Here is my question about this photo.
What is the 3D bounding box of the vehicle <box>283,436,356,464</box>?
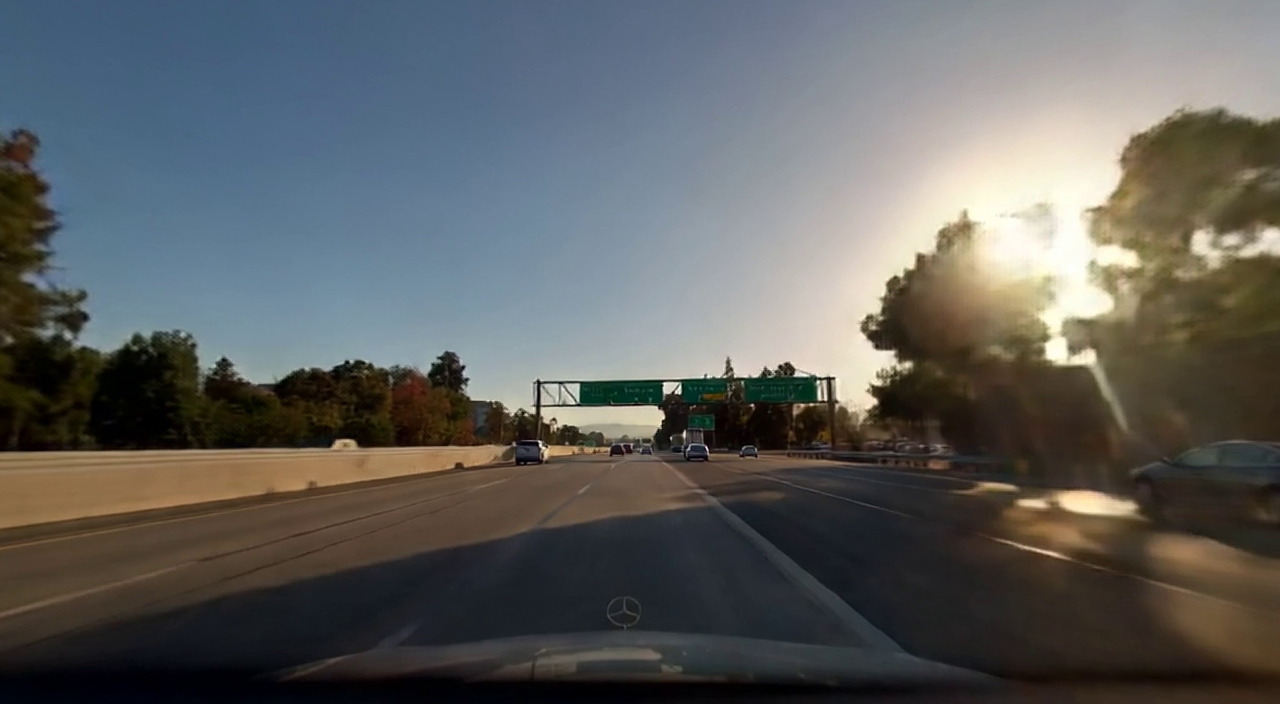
[{"bbox_3d":[-21.297,6.564,41.970,2.140,1.739,5.106,0,-9,1],"label":"vehicle"}]

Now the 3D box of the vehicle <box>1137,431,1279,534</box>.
[{"bbox_3d":[10.205,1.899,9.132,1.979,1.467,4.839,0,-8,0],"label":"vehicle"}]

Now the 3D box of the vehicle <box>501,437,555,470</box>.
[{"bbox_3d":[-6.191,5.680,35.373,2.091,1.746,4.437,0,-9,2],"label":"vehicle"}]

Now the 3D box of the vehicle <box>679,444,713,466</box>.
[{"bbox_3d":[3.800,7.041,43.155,1.950,1.453,3.378,0,-9,-1],"label":"vehicle"}]
